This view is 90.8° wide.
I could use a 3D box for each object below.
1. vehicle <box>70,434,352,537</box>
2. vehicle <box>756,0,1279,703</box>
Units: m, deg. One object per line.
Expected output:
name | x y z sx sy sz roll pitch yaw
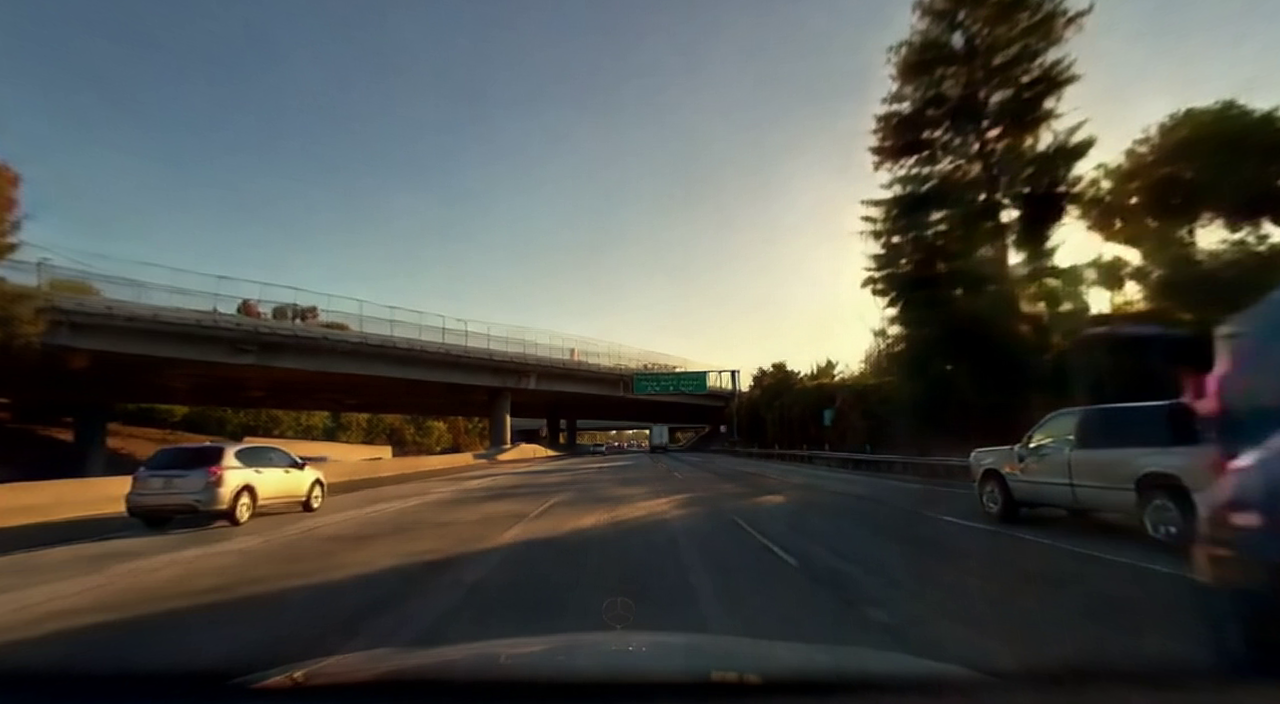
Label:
vehicle | -7.370 2.315 11.622 2.033 1.494 4.508 0 -9 -1
vehicle | 3.123 -0.160 2.781 2.985 3.985 10.516 0 -9 -1
